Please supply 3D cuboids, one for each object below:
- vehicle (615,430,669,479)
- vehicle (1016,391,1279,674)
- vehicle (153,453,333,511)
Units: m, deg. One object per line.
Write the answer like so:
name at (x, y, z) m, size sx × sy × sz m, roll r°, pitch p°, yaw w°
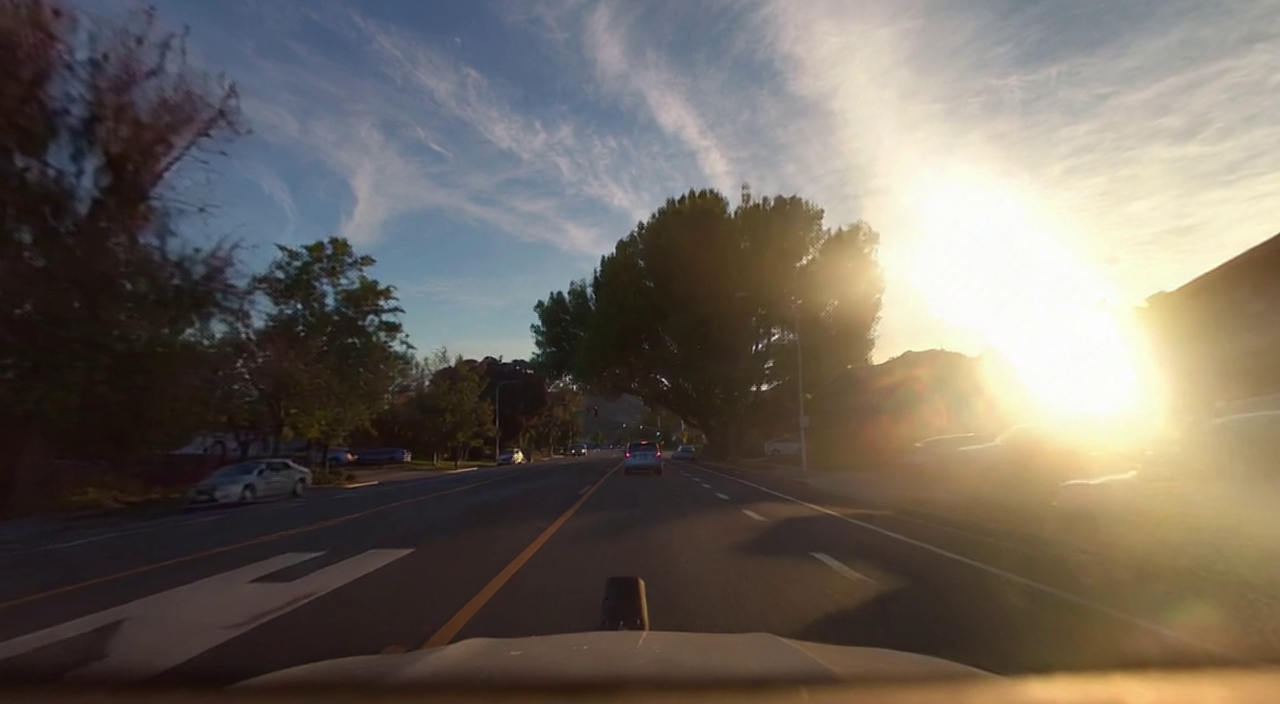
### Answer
vehicle at (0.049, 4.435, 27.607) m, size 2.153 × 1.942 × 4.767 m, roll 0°, pitch -8°, yaw -1°
vehicle at (5.017, 1.141, 4.085) m, size 2.153 × 1.730 × 4.659 m, roll 0°, pitch -8°, yaw -2°
vehicle at (-12.408, 4.066, 20.381) m, size 2.192 × 1.541 × 5.391 m, roll 0°, pitch -8°, yaw 2°
